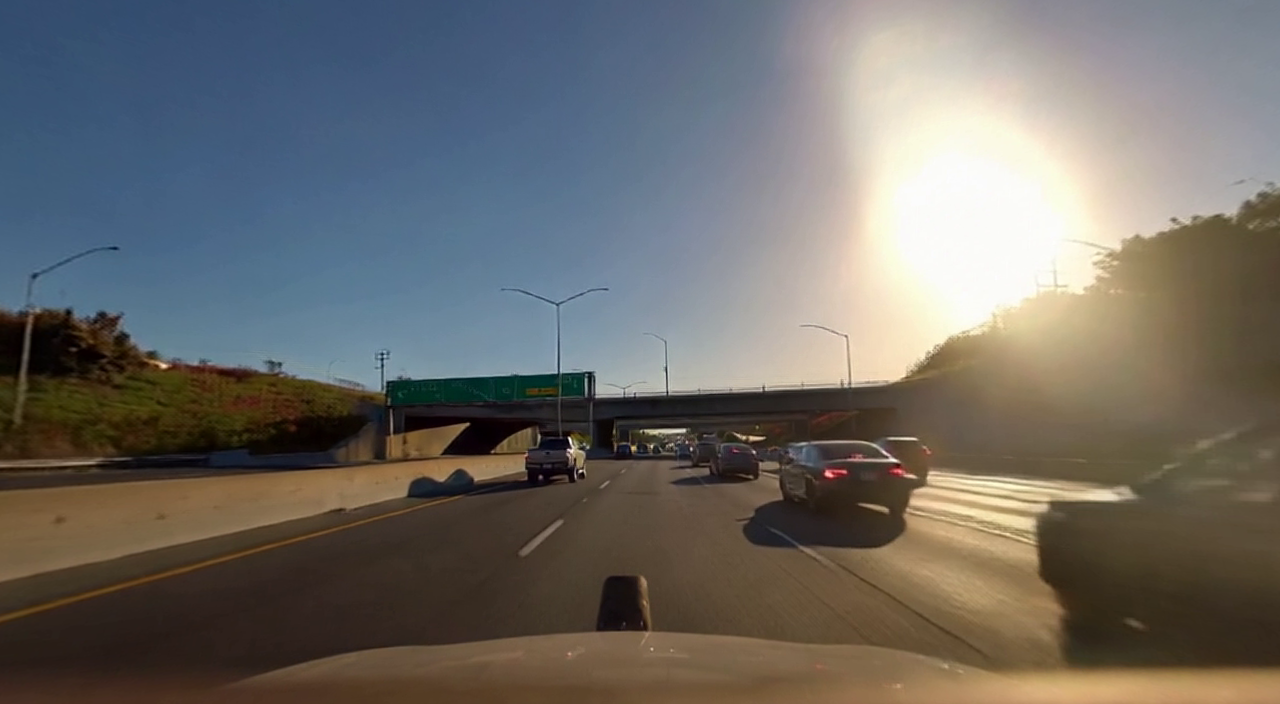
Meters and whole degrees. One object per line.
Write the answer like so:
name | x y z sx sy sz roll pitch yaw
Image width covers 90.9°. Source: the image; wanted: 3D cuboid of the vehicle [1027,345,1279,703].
vehicle | 3.694 0.733 2.049 1.991 1.715 4.455 0 -9 0

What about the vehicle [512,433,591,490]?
vehicle | -2.921 3.751 21.776 2.006 1.741 4.277 -1 -9 2

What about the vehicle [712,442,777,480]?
vehicle | 4.376 4.674 27.151 1.999 1.482 4.743 0 -9 0

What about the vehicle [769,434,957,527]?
vehicle | 4.100 2.469 12.592 2.088 1.491 4.549 0 -9 0
